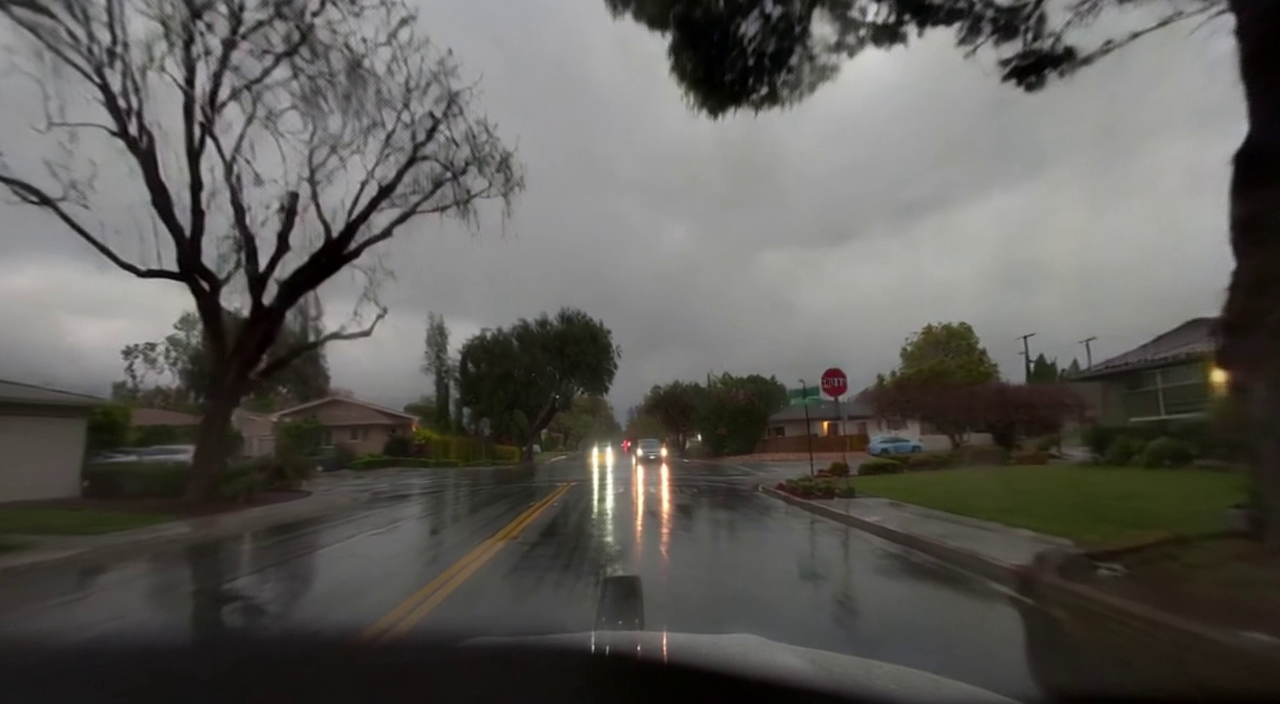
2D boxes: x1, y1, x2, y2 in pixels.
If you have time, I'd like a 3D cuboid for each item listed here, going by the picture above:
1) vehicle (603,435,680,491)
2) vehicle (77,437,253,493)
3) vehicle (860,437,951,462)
[{"bbox_3d":[-0.033,3.295,18.998,2.043,1.484,4.340,0,-9,-2],"label":"vehicle"},{"bbox_3d":[-20.904,5.004,27.963,5.796,1.946,2.391,-3,-10,-3],"label":"vehicle"},{"bbox_3d":[16.499,6.072,39.195,4.748,1.488,2.029,1,-9,-5],"label":"vehicle"}]
